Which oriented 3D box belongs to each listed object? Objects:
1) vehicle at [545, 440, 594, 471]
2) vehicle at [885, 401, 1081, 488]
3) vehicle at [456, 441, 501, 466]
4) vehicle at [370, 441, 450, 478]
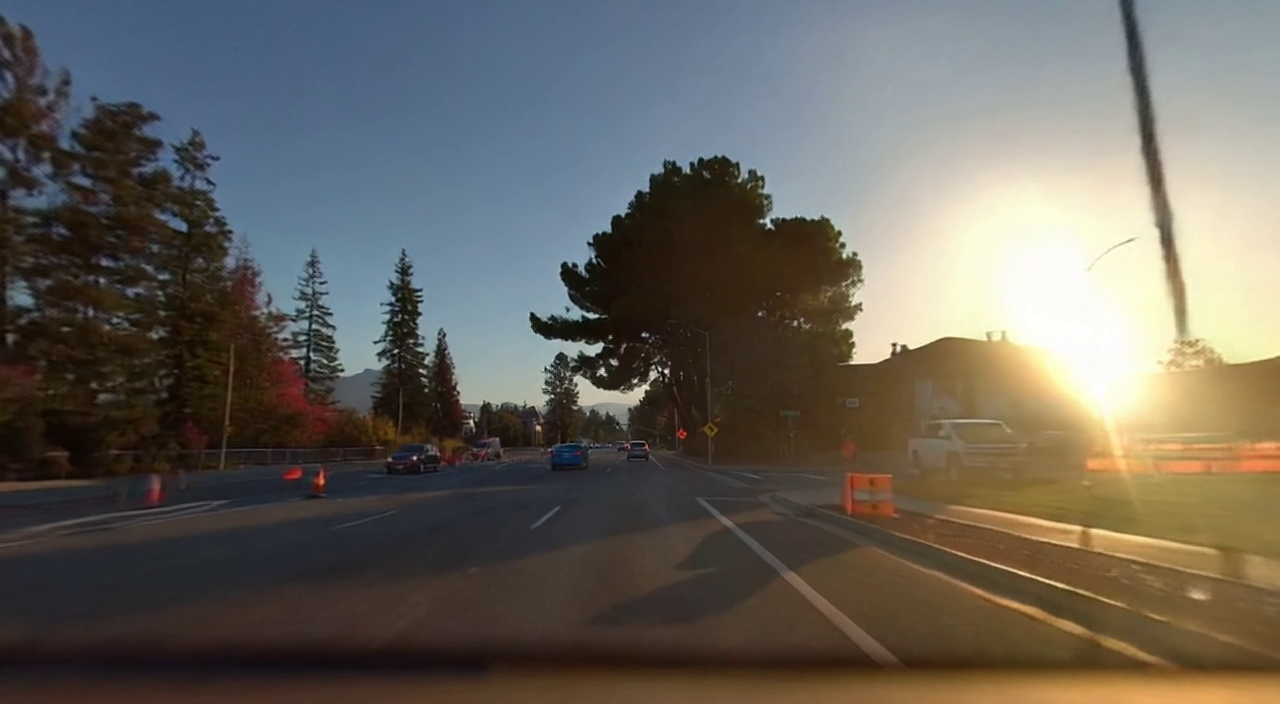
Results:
[{"bbox_3d":[-3.994,5.972,36.445,2.198,1.663,4.519,0,-9,2],"label":"vehicle"},{"bbox_3d":[9.087,2.574,17.558,2.352,1.991,5.862,0,-8,2],"label":"vehicle"},{"bbox_3d":[-11.300,7.124,44.350,2.014,1.674,4.337,0,-9,-1],"label":"vehicle"},{"bbox_3d":[-10.650,4.994,29.535,2.009,1.541,4.753,0,-9,-1],"label":"vehicle"}]
